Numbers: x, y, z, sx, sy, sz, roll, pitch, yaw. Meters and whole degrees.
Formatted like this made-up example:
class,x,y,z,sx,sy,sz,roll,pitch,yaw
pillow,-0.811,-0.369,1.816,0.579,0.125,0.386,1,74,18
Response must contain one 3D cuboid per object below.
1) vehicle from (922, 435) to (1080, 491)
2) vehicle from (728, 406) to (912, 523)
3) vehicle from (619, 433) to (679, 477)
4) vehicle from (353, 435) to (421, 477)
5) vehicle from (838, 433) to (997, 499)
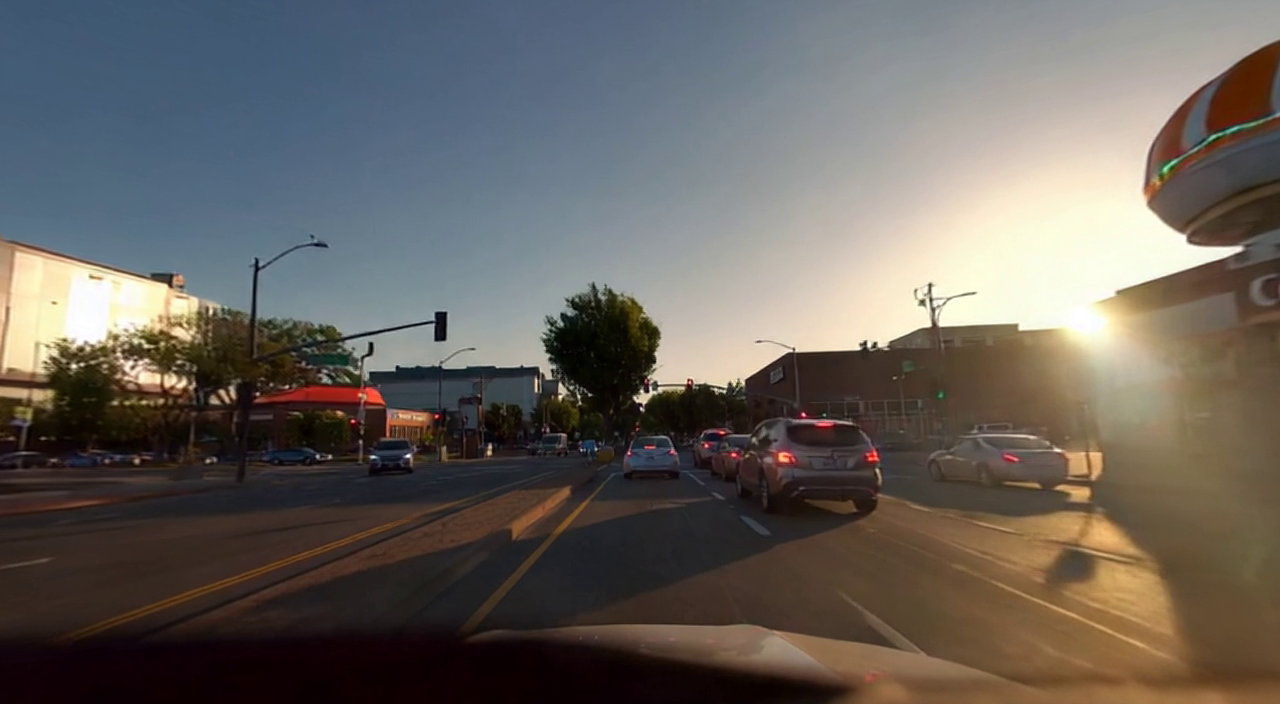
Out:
class,x,y,z,sx,sy,sz,roll,pitch,yaw
vehicle,10.543,3.259,18.945,1.881,1.463,4.726,0,-8,-1
vehicle,3.136,2.101,12.293,2.038,1.787,4.946,0,-8,-1
vehicle,0.282,3.860,23.805,2.073,1.496,3.892,0,-8,-1
vehicle,-11.794,4.774,29.239,2.106,1.751,4.554,5,-10,-31
vehicle,6.910,2.873,16.349,2.059,1.458,4.395,0,-8,-1
